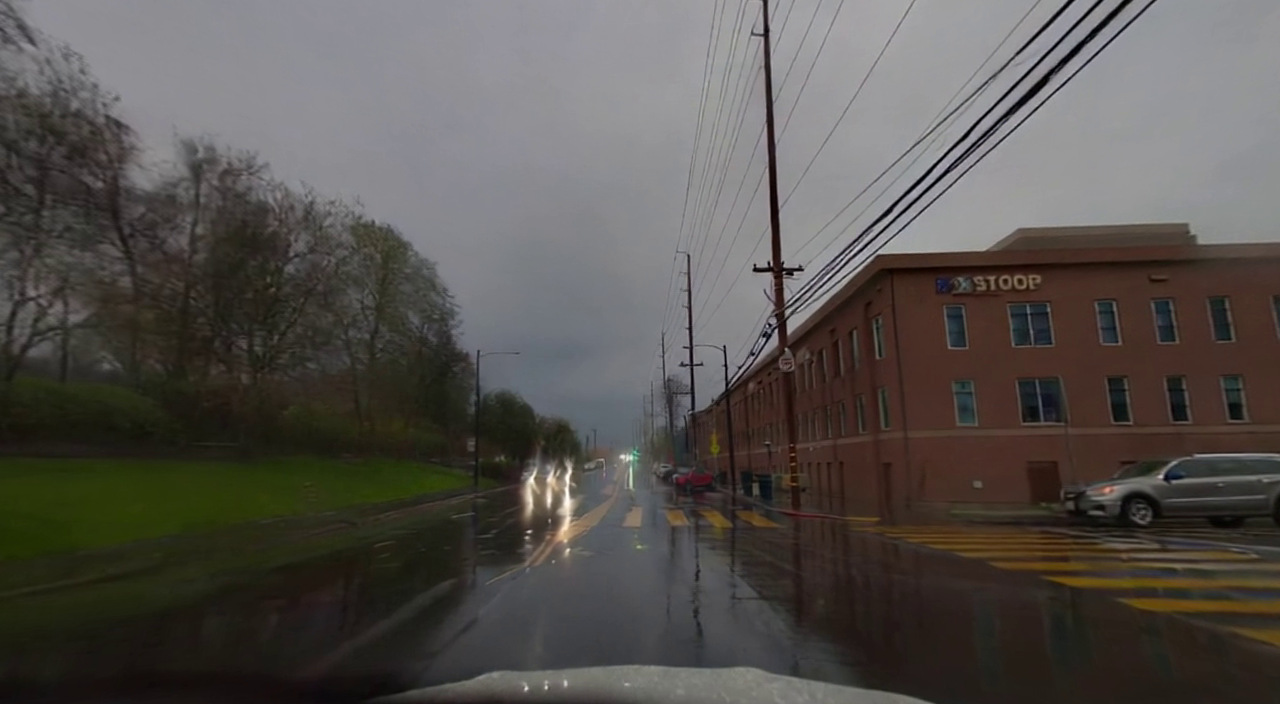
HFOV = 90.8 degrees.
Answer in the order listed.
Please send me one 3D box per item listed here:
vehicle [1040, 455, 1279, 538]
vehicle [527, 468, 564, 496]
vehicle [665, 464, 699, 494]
[{"bbox_3d":[11.464,2.943,13.208,4.771,1.492,2.107,0,-8,-2],"label":"vehicle"},{"bbox_3d":[-6.607,9.168,44.645,1.913,1.682,4.365,0,-8,0],"label":"vehicle"},{"bbox_3d":[2.878,8.797,44.097,1.953,1.774,5.008,0,-8,-1],"label":"vehicle"}]
